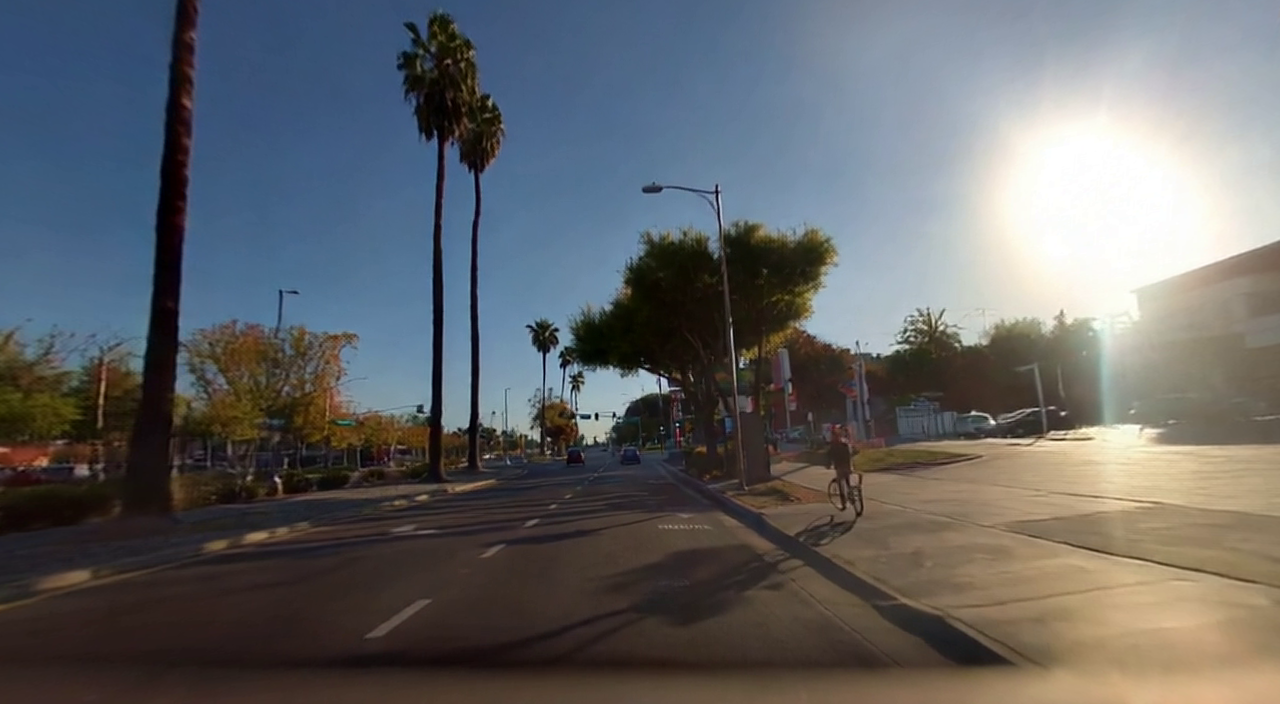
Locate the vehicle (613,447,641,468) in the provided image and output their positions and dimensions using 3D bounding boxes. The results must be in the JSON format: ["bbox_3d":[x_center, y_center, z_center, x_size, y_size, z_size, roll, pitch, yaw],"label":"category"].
[{"bbox_3d":[-0.952,7.903,47.411,2.050,1.509,4.148,0,-8,0],"label":"vehicle"}]
